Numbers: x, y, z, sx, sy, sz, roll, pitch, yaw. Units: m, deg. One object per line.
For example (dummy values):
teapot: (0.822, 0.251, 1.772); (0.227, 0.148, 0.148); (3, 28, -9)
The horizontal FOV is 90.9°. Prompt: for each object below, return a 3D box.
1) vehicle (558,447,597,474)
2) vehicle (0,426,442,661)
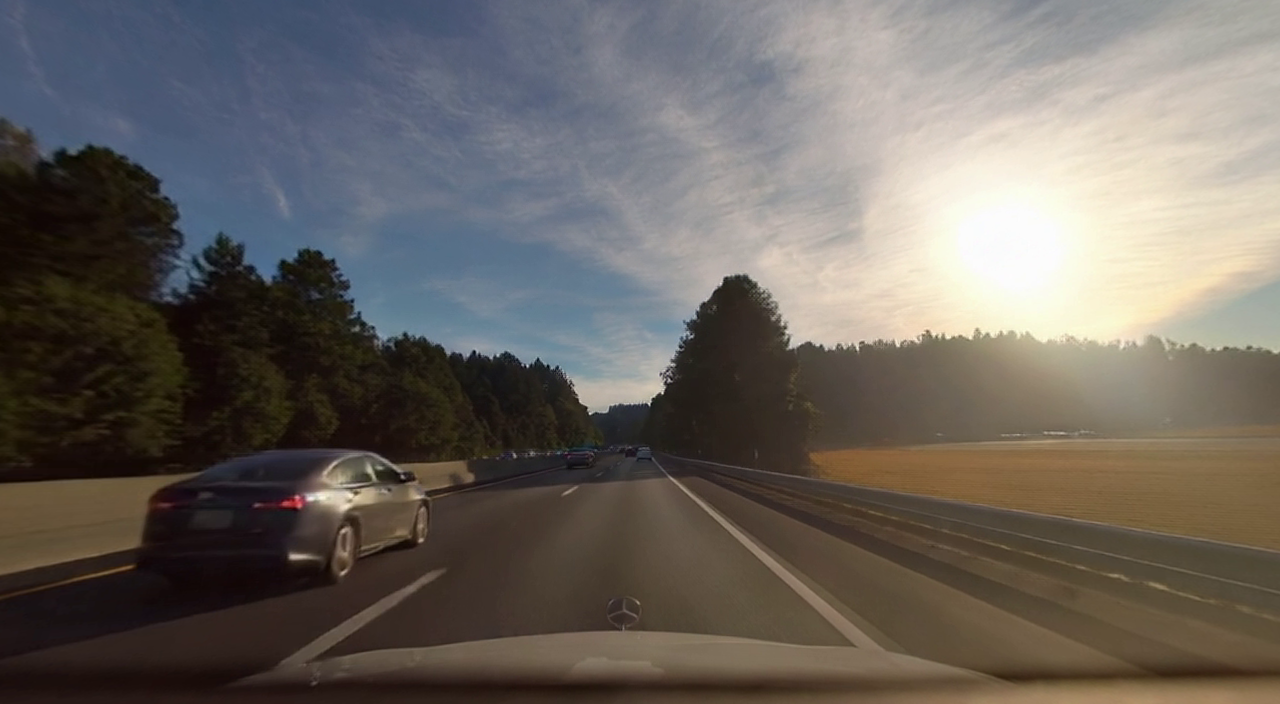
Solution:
vehicle: (-4.051, 7.117, 41.638); (2.095, 1.664, 4.305); (0, -9, 0)
vehicle: (-3.598, 1.556, 6.155); (1.970, 1.483, 4.097); (0, -9, 0)
